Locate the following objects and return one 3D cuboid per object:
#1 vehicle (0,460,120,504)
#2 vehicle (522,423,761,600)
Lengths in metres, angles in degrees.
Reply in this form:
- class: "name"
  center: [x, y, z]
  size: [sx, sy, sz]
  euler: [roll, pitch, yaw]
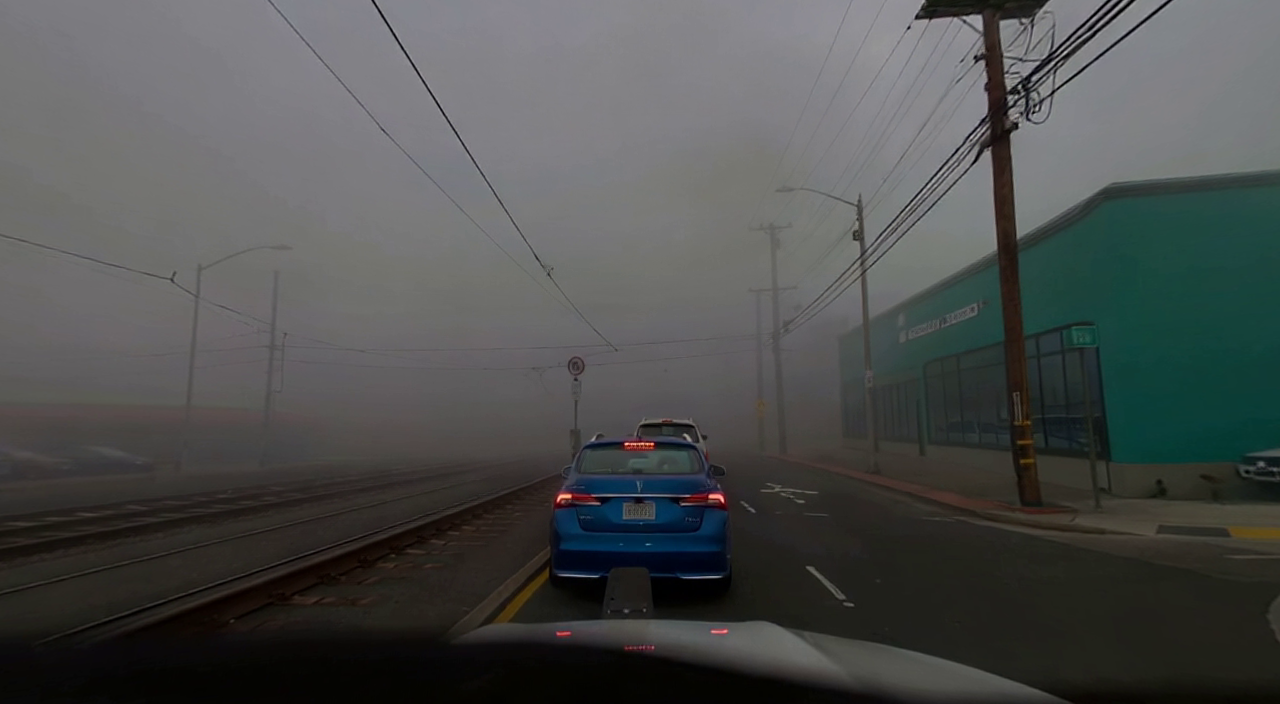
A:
- class: "vehicle"
  center: [-21.934, 4.674, 22.841]
  size: [4.566, 1.453, 1.935]
  euler: [-1, -9, 5]
- class: "vehicle"
  center: [0.100, 1.706, 7.610]
  size: [2.090, 1.518, 4.033]
  euler: [-1, -9, 3]
